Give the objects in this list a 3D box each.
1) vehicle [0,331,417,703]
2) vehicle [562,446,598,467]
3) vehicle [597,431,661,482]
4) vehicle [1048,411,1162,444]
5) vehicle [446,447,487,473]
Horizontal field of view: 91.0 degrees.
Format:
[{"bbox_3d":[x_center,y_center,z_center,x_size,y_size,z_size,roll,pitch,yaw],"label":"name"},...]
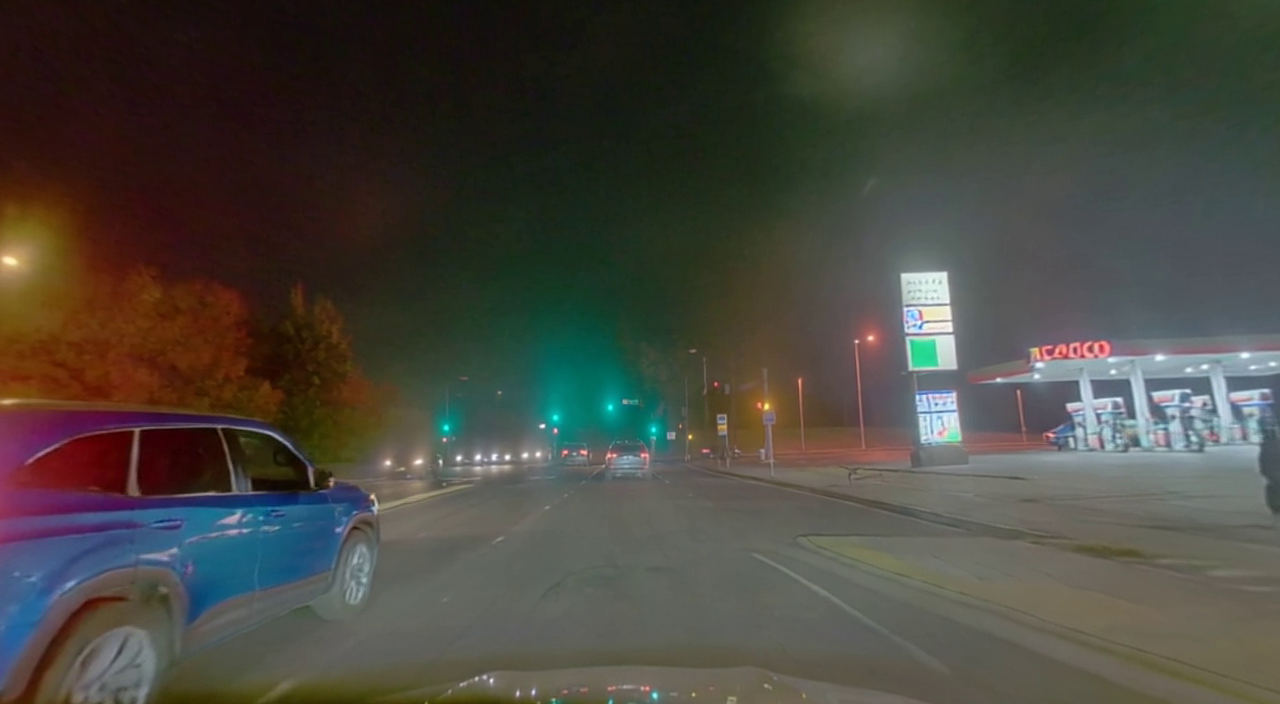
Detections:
[{"bbox_3d":[-3.392,1.090,4.062,2.247,1.734,4.919,0,-8,-2],"label":"vehicle"},{"bbox_3d":[-4.331,7.603,46.119,2.192,1.458,4.594,0,-8,0],"label":"vehicle"},{"bbox_3d":[-0.530,4.586,28.009,2.552,1.999,5.498,0,-8,-2],"label":"vehicle"},{"bbox_3d":[27.568,4.511,37.435,5.102,1.893,2.120,0,-8,-2],"label":"vehicle"},{"bbox_3d":[-12.127,7.540,44.172,1.943,1.643,4.167,-2,-8,-3],"label":"vehicle"}]
